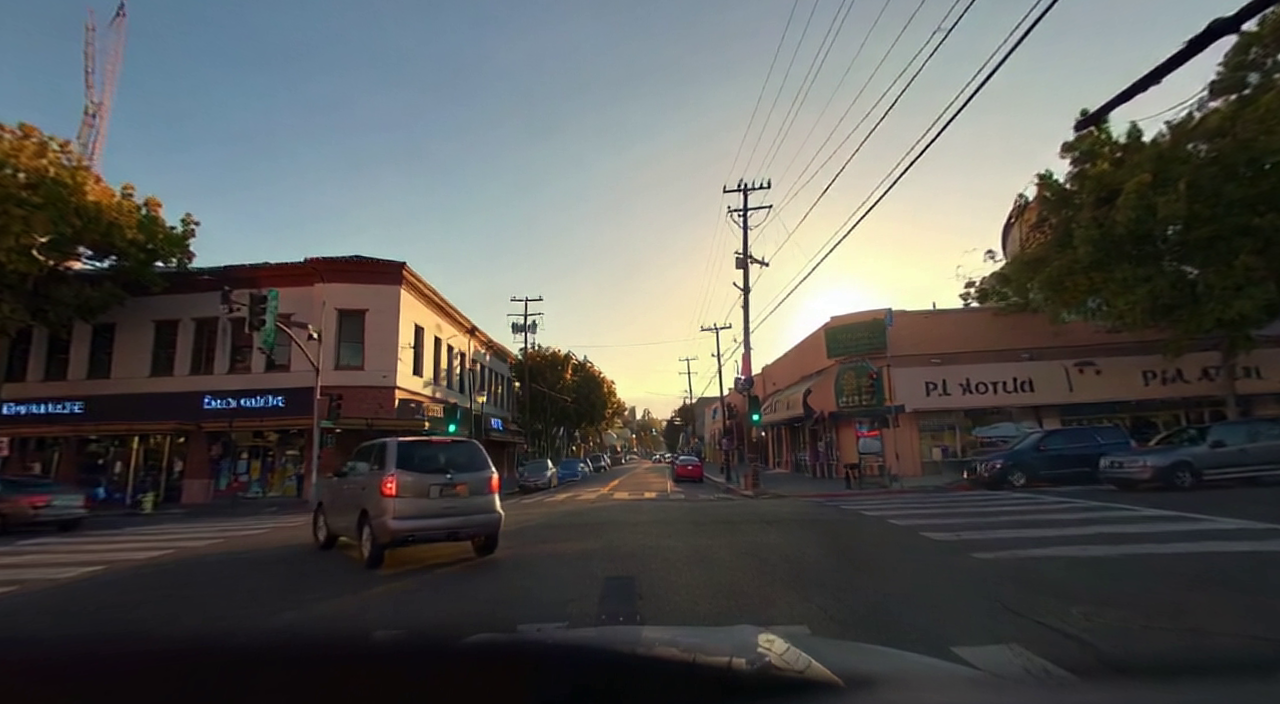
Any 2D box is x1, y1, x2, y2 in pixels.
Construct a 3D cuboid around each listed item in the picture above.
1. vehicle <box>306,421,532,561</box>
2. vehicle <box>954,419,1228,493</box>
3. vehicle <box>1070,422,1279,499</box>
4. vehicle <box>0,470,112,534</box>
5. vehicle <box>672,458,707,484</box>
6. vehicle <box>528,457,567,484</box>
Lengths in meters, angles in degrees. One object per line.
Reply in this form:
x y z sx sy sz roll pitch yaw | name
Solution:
-4.105 2.312 11.239 2.440 1.882 4.611 6 -12 -36 | vehicle
12.307 2.901 17.674 5.716 1.894 2.433 0 -9 1 | vehicle
13.352 2.485 14.821 4.815 1.501 2.157 -3 -9 2 | vehicle
-16.541 3.725 15.946 4.666 1.400 2.050 -1 -9 4 | vehicle
3.044 7.438 39.722 2.062 1.526 3.989 0 -9 2 | vehicle
-6.408 8.268 44.159 2.044 1.711 4.048 0 -9 0 | vehicle
